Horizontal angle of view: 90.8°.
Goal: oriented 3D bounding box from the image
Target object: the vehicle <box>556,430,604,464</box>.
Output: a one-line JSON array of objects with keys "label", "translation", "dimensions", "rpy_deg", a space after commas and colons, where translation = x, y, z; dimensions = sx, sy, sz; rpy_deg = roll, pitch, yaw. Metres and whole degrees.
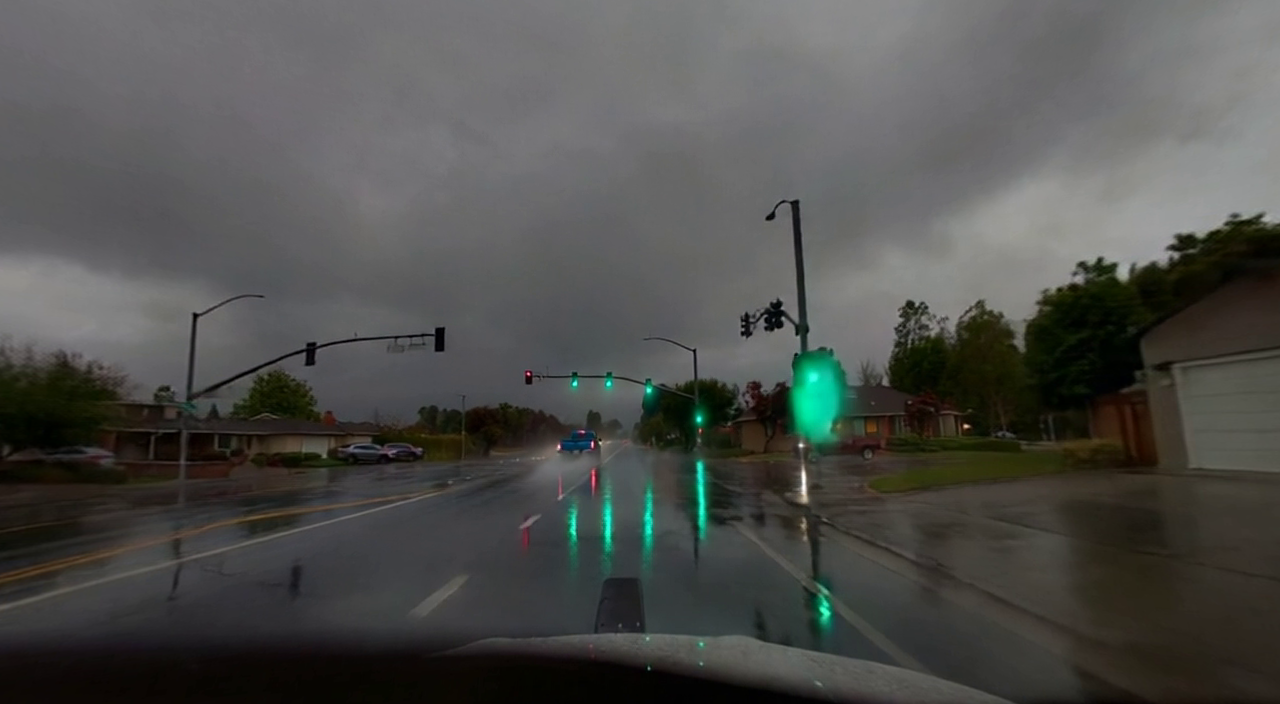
[{"label": "vehicle", "translation": [-3.690, 6.066, 40.240], "dimensions": [2.508, 2.001, 5.880], "rpy_deg": [0, -9, 0]}]

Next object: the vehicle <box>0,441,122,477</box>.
[{"label": "vehicle", "translation": [-29.042, 5.366, 31.705], "dimensions": [4.092, 1.624, 1.965], "rpy_deg": [1, -11, -12]}]

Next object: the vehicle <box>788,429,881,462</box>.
[{"label": "vehicle", "translation": [10.772, 5.204, 35.231], "dimensions": [4.500, 1.761, 1.975], "rpy_deg": [0, -9, 1]}]
